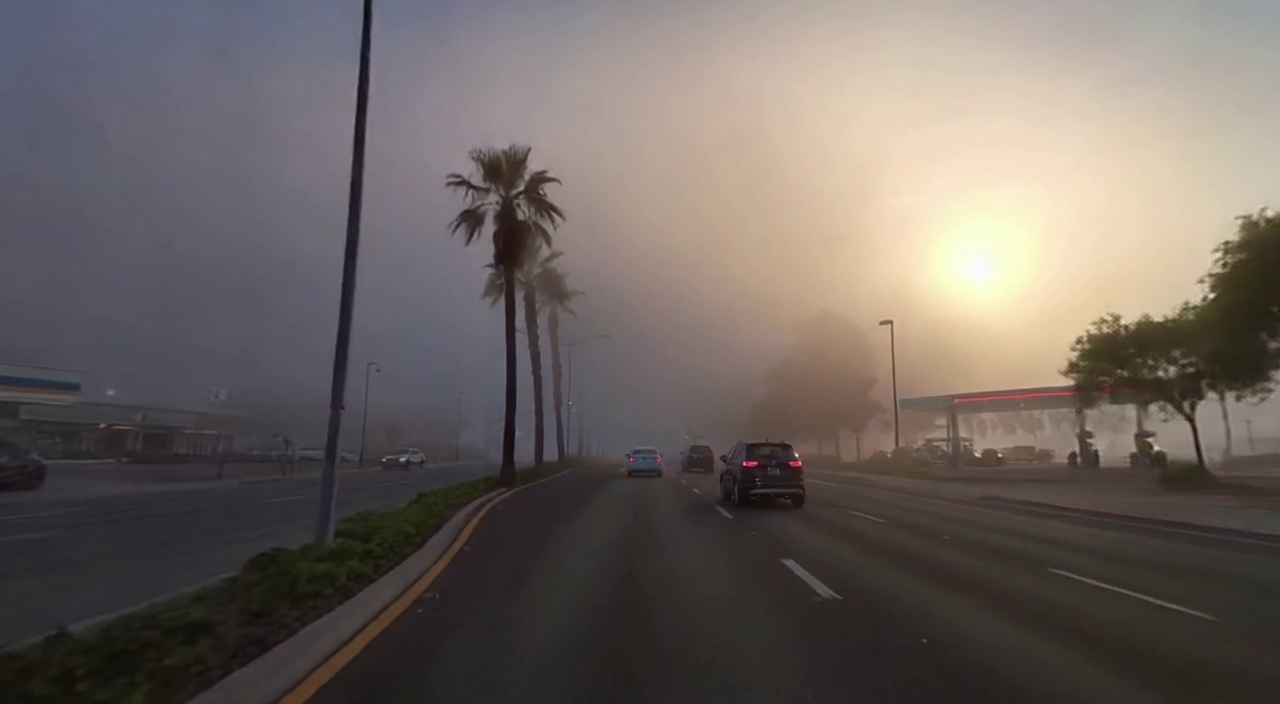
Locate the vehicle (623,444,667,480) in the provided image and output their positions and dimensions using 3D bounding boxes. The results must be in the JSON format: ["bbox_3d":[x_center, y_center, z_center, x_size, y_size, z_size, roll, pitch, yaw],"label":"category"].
[{"bbox_3d":[0.251,5.332,30.881,1.991,1.664,3.814,0,-8,0],"label":"vehicle"}]

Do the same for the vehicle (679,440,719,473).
[{"bbox_3d":[3.824,6.844,41.576,2.154,1.975,4.634,0,-8,-1],"label":"vehicle"}]

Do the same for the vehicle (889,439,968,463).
[{"bbox_3d":[21.807,7.492,47.776,4.831,1.816,2.295,0,-8,-2],"label":"vehicle"}]

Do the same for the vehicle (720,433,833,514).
[{"bbox_3d":[3.238,2.938,15.738,1.872,1.752,3.896,0,-8,-1],"label":"vehicle"}]
